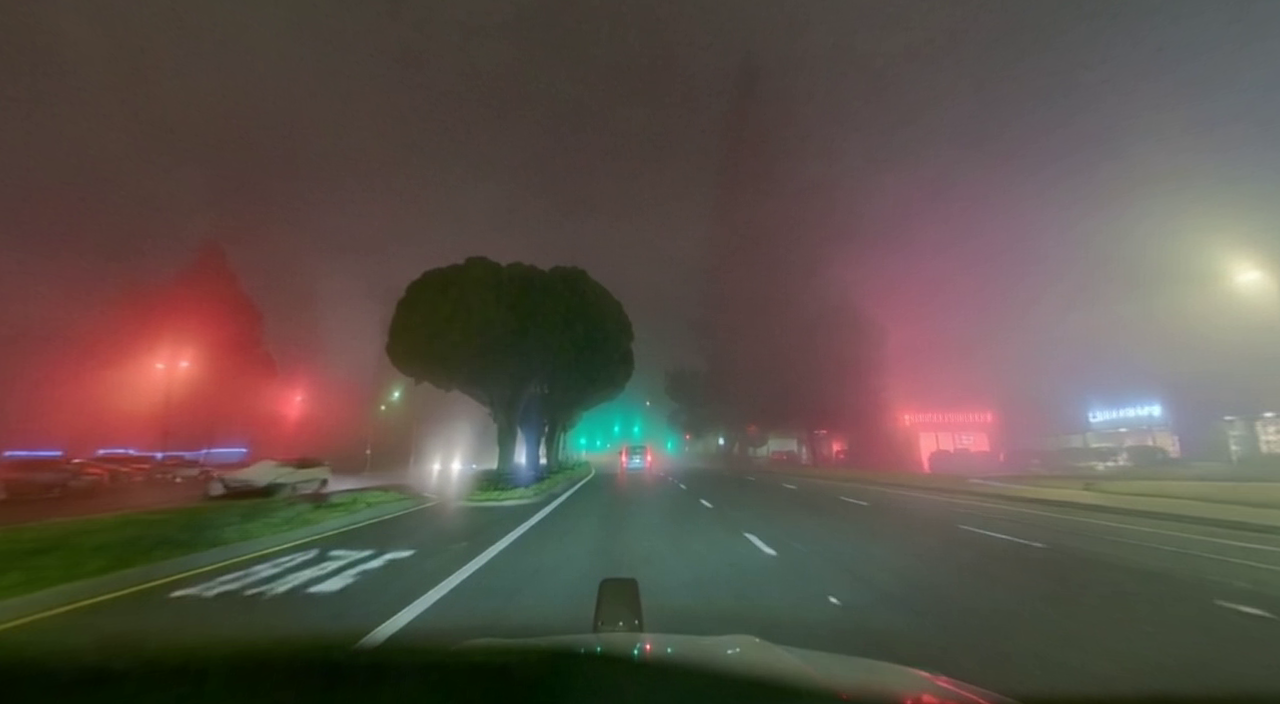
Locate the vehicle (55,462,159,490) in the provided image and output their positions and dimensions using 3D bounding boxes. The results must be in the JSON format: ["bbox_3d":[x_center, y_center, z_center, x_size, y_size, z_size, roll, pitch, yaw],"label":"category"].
[{"bbox_3d":[-30.047,6.993,35.551,4.189,1.385,1.832,1,-8,0],"label":"vehicle"}]

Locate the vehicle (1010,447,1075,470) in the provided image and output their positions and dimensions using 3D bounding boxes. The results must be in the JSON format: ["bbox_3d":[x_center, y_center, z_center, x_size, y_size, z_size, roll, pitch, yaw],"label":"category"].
[{"bbox_3d":[28.260,7.469,44.328,1.898,1.536,4.025,0,-9,0],"label":"vehicle"}]

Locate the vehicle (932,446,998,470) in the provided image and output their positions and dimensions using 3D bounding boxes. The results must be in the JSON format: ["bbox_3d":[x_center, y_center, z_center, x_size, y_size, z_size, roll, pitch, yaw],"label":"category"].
[{"bbox_3d":[22.671,7.419,44.121,1.955,1.499,4.687,-2,-9,-2],"label":"vehicle"}]

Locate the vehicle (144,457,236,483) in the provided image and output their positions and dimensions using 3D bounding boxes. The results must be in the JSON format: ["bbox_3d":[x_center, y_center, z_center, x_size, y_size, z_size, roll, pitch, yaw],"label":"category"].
[{"bbox_3d":[-29.322,7.705,41.145,4.367,1.613,2.004,0,-9,-3],"label":"vehicle"}]

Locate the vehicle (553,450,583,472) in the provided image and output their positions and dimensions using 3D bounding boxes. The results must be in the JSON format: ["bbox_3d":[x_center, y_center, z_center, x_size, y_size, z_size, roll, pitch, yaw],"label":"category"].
[{"bbox_3d":[-5.111,7.752,45.004,2.033,1.486,3.771,1,-9,-5],"label":"vehicle"}]

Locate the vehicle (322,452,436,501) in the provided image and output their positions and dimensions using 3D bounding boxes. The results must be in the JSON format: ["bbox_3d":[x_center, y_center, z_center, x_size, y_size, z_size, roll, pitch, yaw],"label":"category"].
[{"bbox_3d":[-9.075,4.331,22.371,2.072,1.483,4.619,0,-9,0],"label":"vehicle"}]

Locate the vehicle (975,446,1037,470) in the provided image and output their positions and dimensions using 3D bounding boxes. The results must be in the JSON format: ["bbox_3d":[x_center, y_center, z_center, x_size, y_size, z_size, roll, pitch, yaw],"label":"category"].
[{"bbox_3d":[25.631,7.422,44.185,1.883,1.524,4.065,-2,-10,1],"label":"vehicle"}]

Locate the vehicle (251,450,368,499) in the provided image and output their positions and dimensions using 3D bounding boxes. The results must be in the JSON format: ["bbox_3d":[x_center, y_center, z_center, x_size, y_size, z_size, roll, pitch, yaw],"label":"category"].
[{"bbox_3d":[-12.975,4.800,25.170,2.115,1.741,4.733,0,-9,0],"label":"vehicle"}]

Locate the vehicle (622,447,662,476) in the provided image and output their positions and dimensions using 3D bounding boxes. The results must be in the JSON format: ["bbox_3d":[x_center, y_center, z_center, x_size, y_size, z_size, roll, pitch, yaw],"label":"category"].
[{"bbox_3d":[0.047,5.802,33.492,1.998,1.452,3.773,0,-9,-2],"label":"vehicle"}]

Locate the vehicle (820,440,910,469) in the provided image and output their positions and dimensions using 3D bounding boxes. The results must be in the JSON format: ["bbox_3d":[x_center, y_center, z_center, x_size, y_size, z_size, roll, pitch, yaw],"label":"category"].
[{"bbox_3d":[15.685,7.179,44.012,5.466,1.861,2.135,-6,-11,31],"label":"vehicle"}]
